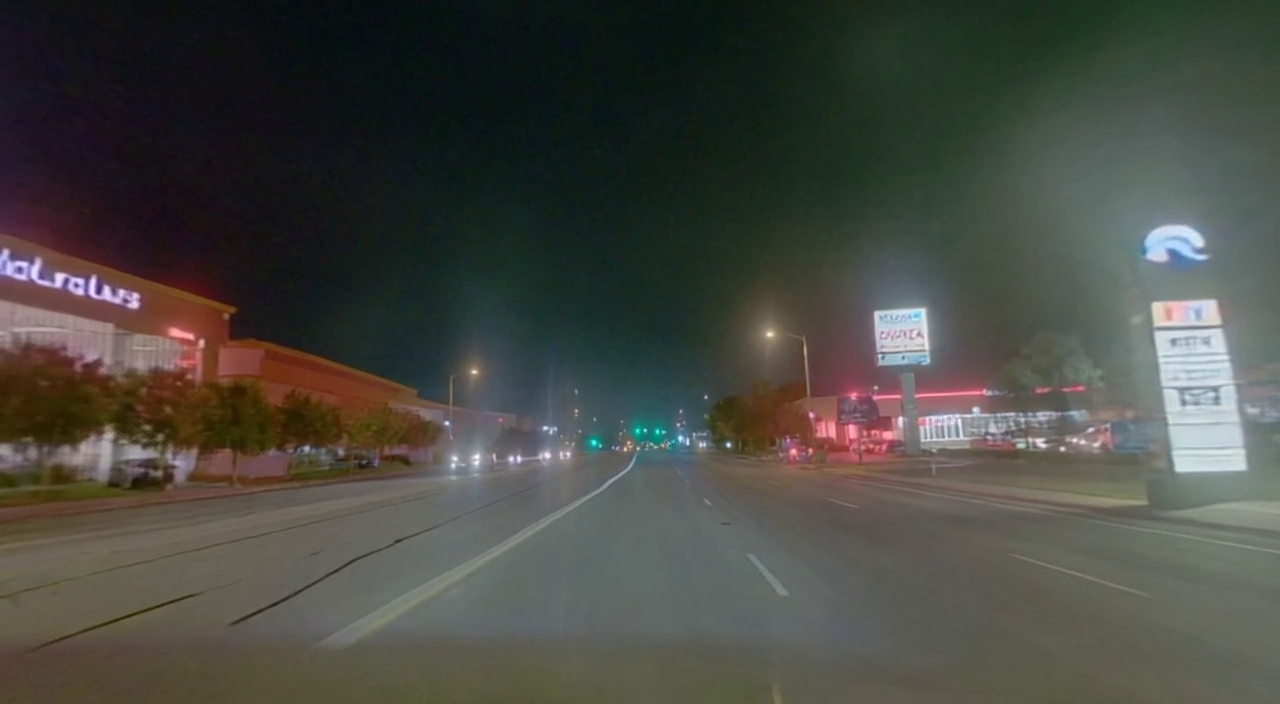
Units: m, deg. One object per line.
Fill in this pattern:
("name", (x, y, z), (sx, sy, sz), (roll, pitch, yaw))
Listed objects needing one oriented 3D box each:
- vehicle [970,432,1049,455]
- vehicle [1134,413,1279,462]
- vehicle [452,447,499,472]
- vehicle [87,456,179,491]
("vehicle", (22.565, 5.588, 38.687), (3.547, 1.360, 1.951), (0, -9, 3))
("vehicle", (20.968, 2.974, 21.887), (5.669, 1.603, 2.284), (0, -9, 1))
("vehicle", (-10.870, 7.100, 42.006), (1.896, 1.593, 4.014), (0, -9, 2))
("vehicle", (-24.623, 5.852, 30.669), (4.605, 1.509, 1.845), (-5, -10, 30))
